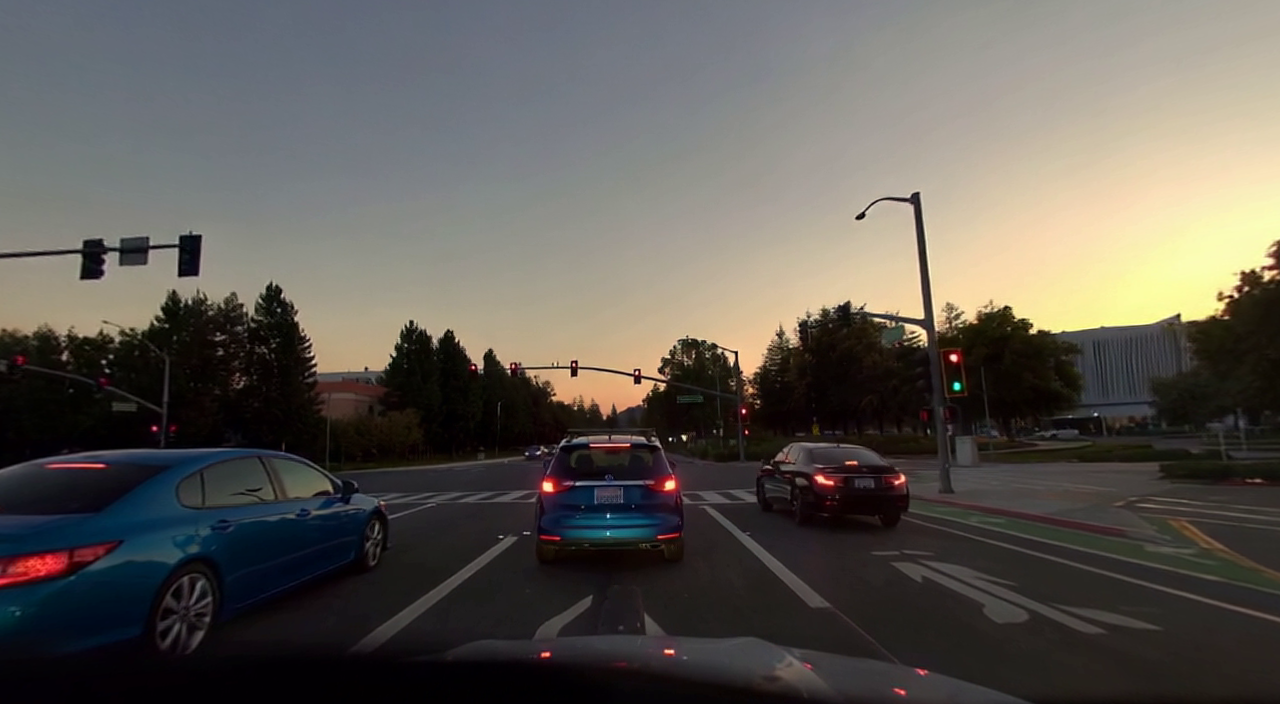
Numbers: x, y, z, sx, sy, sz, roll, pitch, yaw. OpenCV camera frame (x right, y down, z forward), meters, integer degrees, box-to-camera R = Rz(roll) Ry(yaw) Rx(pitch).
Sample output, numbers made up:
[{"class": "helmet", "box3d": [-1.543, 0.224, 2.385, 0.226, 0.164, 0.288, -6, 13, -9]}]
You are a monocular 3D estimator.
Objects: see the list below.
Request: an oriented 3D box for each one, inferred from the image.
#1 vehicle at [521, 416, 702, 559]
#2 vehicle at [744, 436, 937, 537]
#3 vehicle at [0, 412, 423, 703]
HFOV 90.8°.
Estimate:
[{"class": "vehicle", "box3d": [-0.342, 1.826, 9.143, 2.038, 1.599, 3.844, 0, -8, -1]}, {"class": "vehicle", "box3d": [3.278, 2.280, 11.414, 1.970, 1.449, 4.433, 0, -8, -1]}, {"class": "vehicle", "box3d": [-3.578, 1.347, 5.150, 2.052, 1.472, 4.479, 0, -8, 0]}]
